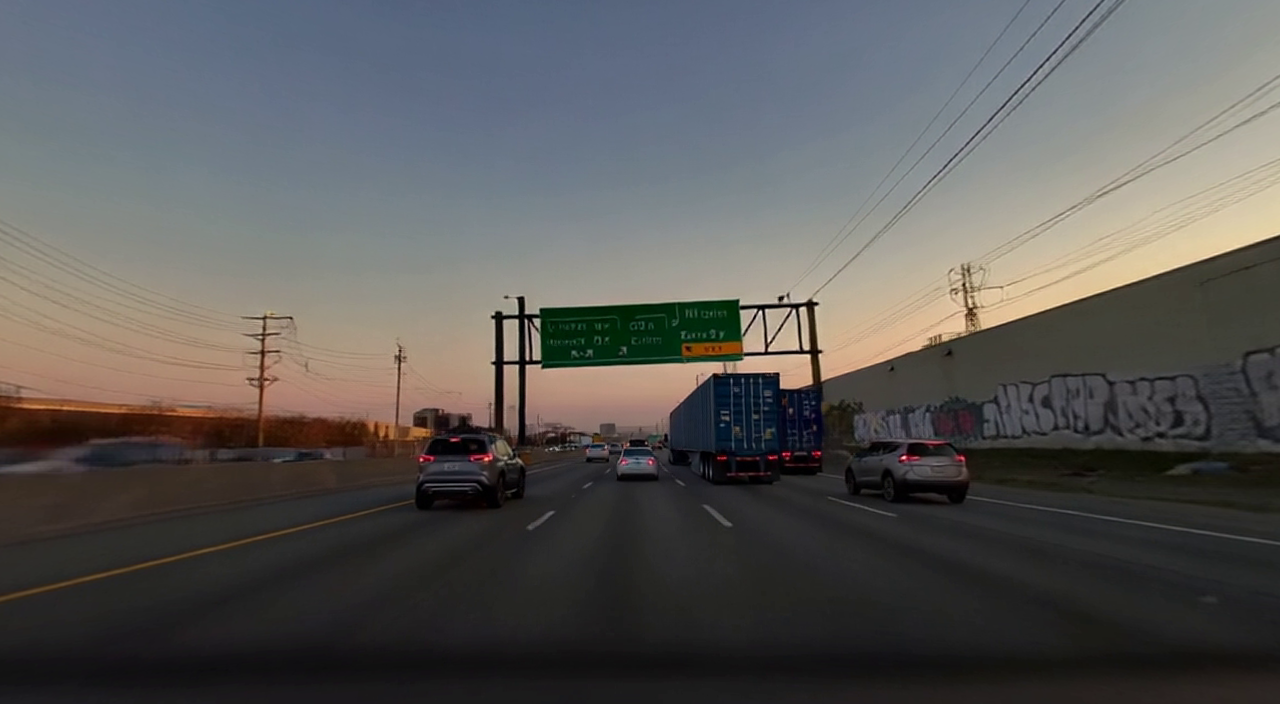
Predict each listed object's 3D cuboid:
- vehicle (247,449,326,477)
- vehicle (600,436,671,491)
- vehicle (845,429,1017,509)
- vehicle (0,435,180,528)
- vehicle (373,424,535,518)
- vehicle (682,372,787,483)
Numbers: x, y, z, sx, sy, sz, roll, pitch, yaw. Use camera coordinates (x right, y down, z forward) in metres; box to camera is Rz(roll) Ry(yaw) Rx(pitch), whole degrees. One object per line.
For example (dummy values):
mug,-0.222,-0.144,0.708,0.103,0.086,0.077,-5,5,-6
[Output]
vehicle,-19.471,6.113,35.039,1.858,1.460,4.599,0,-9,-2
vehicle,-0.160,3.781,21.737,2.191,1.685,4.015,0,-9,-1
vehicle,7.146,2.920,16.205,2.202,1.731,4.628,0,-9,0
vehicle,-11.601,2.436,12.351,1.904,1.518,4.443,0,-9,-1
vehicle,-4.001,2.676,14.640,2.264,1.804,4.584,0,-9,1
vehicle,3.847,3.738,29.591,2.800,4.039,13.179,0,-9,0
